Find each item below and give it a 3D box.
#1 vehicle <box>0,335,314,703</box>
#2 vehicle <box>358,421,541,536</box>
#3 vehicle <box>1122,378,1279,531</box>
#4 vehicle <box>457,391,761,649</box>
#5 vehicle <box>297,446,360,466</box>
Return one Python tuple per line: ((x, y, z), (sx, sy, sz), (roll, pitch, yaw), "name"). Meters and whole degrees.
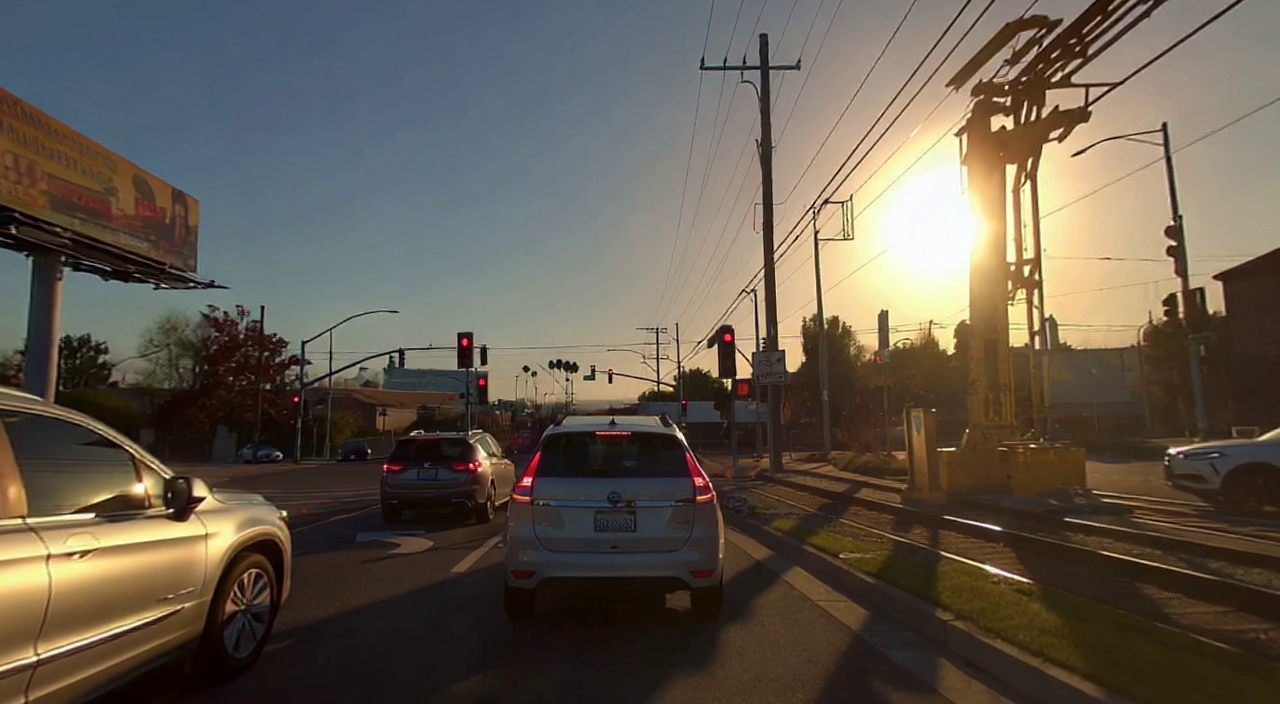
((-3.924, 0.860, 2.978), (2.052, 1.814, 5.184), (0, -9, -1), "vehicle")
((-3.151, 2.187, 11.521), (1.988, 1.678, 4.317), (0, -9, 0), "vehicle")
((9.588, 1.312, 8.197), (5.060, 1.702, 2.033), (1, -9, -4), "vehicle")
((-0.216, 1.398, 6.136), (2.025, 1.723, 3.644), (0, -9, 0), "vehicle")
((-24.207, 8.070, 49.089), (4.357, 1.444, 1.842), (-3, -9, 19), "vehicle")
